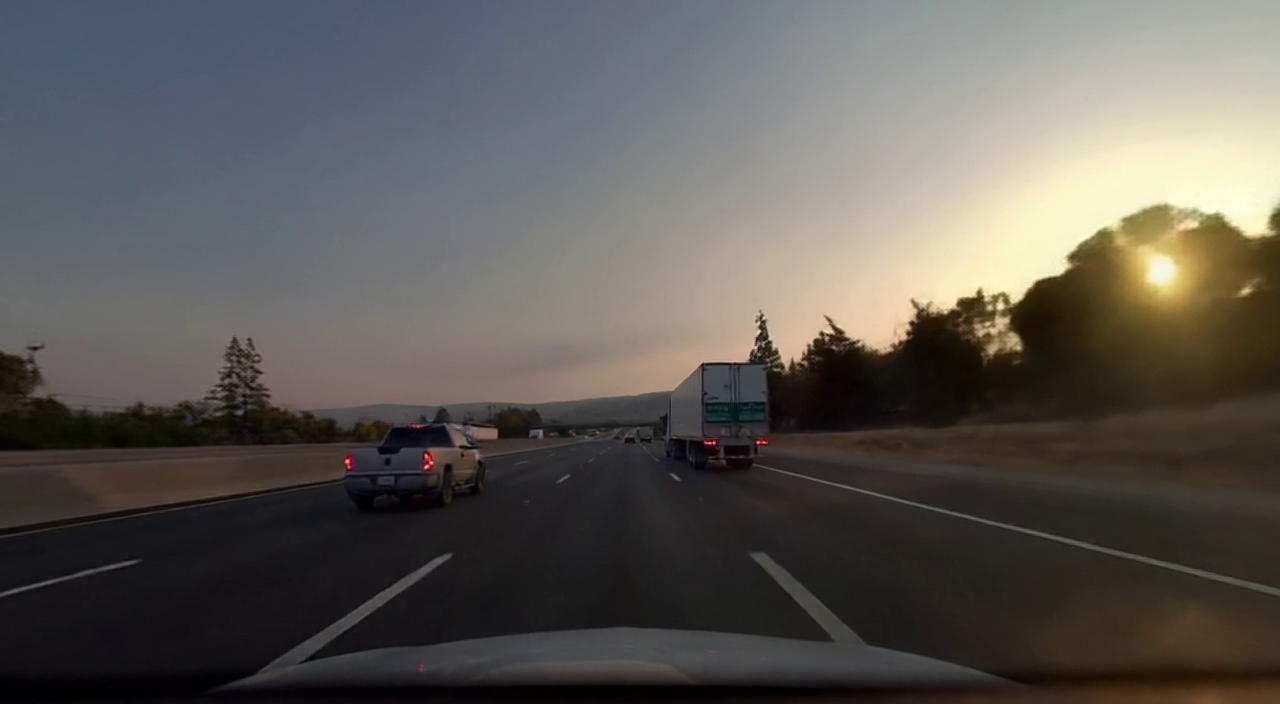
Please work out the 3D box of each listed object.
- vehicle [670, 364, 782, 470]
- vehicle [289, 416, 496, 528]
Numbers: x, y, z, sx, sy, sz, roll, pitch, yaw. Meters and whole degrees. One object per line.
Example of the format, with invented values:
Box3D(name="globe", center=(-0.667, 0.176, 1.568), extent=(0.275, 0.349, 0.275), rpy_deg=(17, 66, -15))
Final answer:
Box3D(name="vehicle", center=(3.798, 3.757, 33.587), extent=(3.144, 4.168, 17.594), rpy_deg=(0, -8, -1))
Box3D(name="vehicle", center=(-4.075, 2.026, 11.257), extent=(2.044, 1.604, 4.144), rpy_deg=(0, -8, 0))
